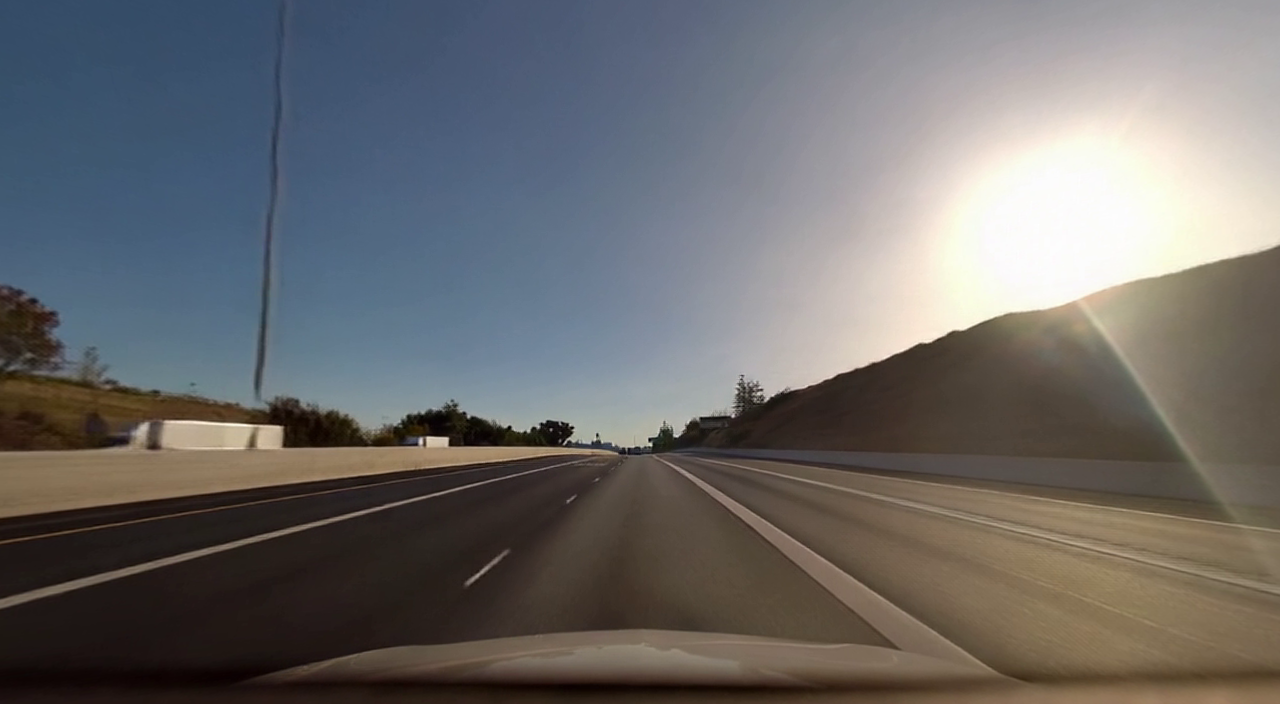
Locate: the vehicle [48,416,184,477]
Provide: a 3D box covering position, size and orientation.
[{"bbox_3d":[-35.979,6.543,43.783,2.962,3.843,7.283,0,-8,0],"label":"vehicle"}]
